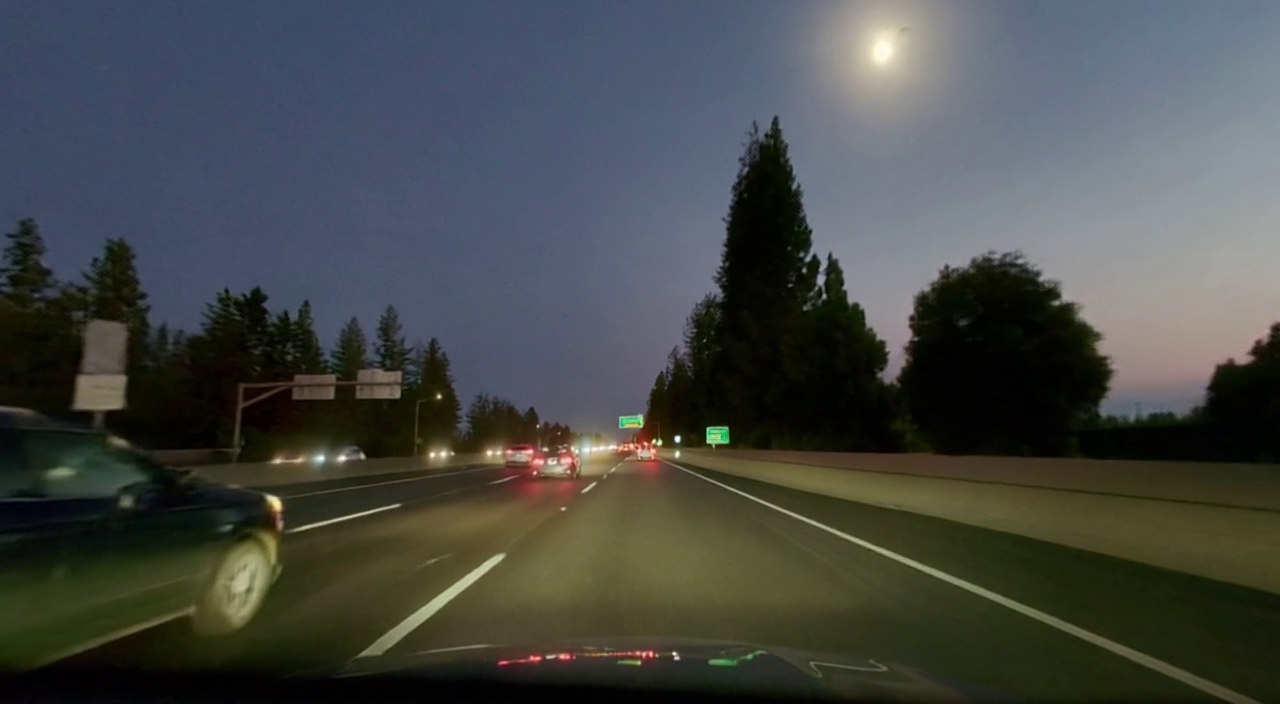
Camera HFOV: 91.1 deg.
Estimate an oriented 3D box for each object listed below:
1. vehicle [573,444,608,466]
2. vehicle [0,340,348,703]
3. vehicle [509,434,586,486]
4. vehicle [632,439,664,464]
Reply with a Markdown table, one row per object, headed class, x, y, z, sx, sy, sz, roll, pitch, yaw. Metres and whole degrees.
| class | x | y | z | sx | sy | sz | roll | pitch | yaw |
| --- | --- | --- | --- | --- | --- | --- | --- | --- | --- |
| vehicle | -3.336 | 6.981 | 42.815 | 2.055 | 1.431 | 3.921 | 0 | -8 | 0 |
| vehicle | -3.501 | 0.828 | 2.632 | 2.040 | 1.672 | 5.122 | 0 | -8 | 1 |
| vehicle | -3.164 | 3.801 | 22.441 | 2.056 | 1.679 | 4.204 | 0 | -8 | 1 |
| vehicle | 0.570 | 7.421 | 46.987 | 2.285 | 1.797 | 4.478 | 0 | -8 | 0 |
